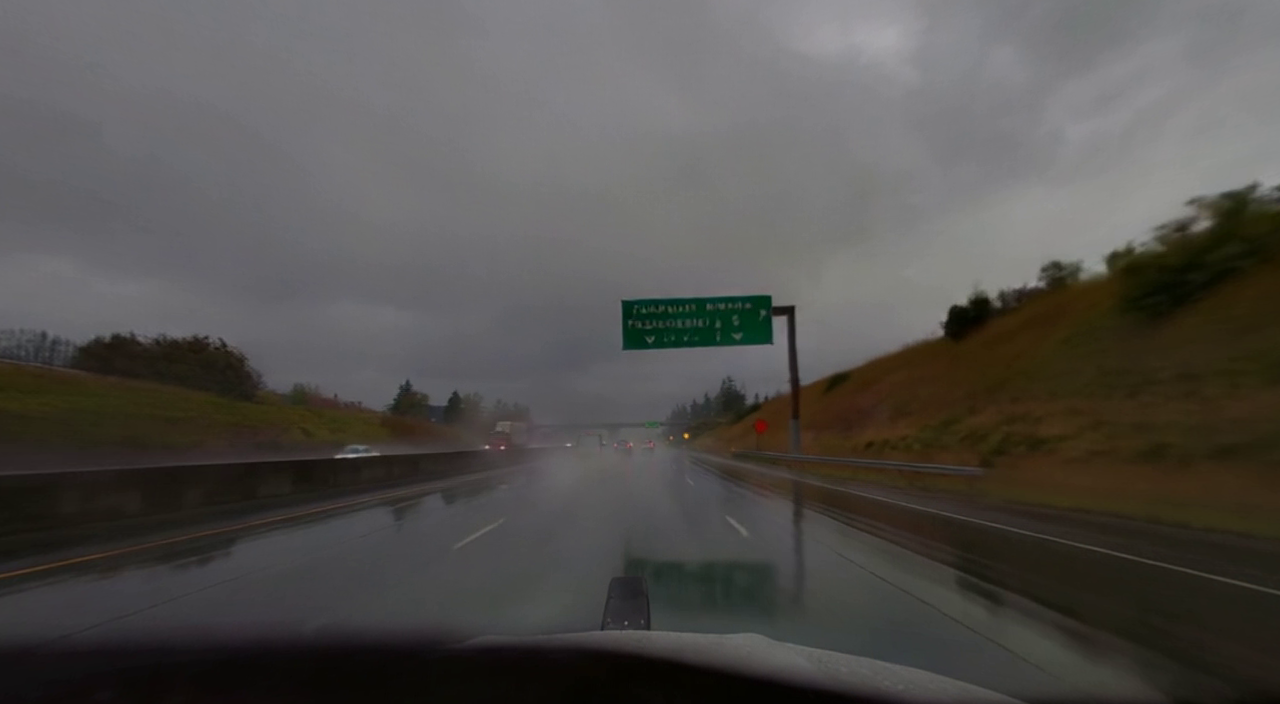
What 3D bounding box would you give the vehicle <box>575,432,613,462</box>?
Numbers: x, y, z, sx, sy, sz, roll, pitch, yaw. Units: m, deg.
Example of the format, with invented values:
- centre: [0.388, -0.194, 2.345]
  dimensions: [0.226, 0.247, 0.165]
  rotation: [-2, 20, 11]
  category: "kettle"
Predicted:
- centre: [-3.236, 6.780, 44.873]
  dimensions: [2.286, 2.011, 4.452]
  rotation: [0, -8, 1]
  category: "vehicle"
